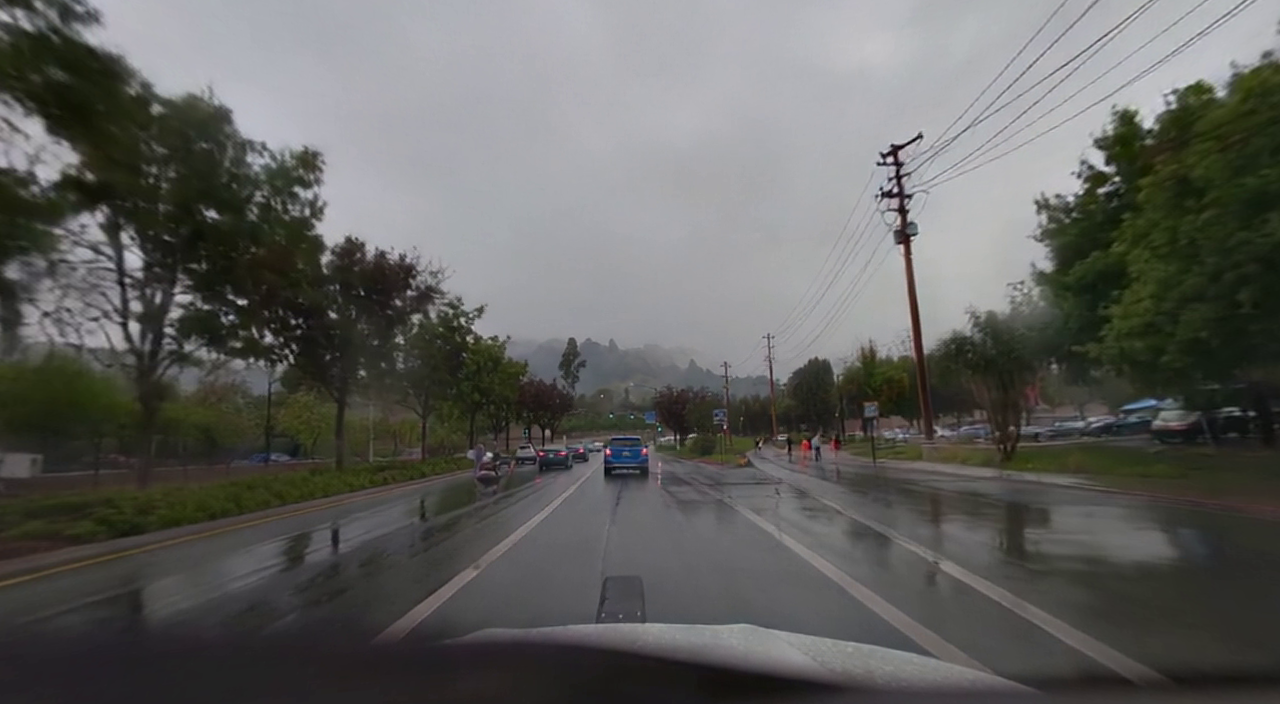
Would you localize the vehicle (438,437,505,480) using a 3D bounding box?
[{"bbox_3d":[-6.903,4.406,26.353,1.860,1.634,4.089,0,-8,-3],"label":"vehicle"}]

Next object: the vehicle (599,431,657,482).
[{"bbox_3d":[-0.508,3.978,24.283,2.012,1.769,3.897,0,-8,-2],"label":"vehicle"}]

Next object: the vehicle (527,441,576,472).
[{"bbox_3d":[-4.571,5.487,33.344,2.087,1.485,4.452,0,-8,-2],"label":"vehicle"}]
